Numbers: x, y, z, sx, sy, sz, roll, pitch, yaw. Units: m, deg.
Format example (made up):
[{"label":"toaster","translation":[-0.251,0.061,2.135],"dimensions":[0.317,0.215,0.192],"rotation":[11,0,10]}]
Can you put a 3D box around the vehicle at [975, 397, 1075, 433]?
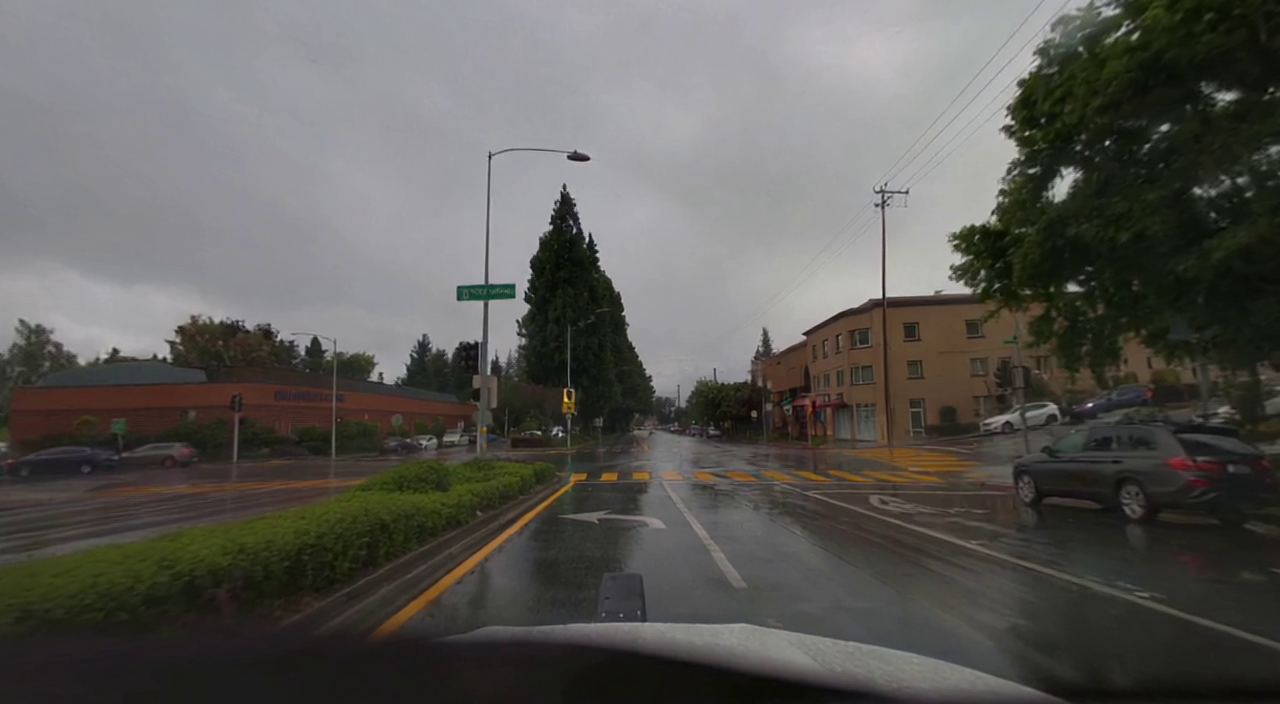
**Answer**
[{"label":"vehicle","translation":[22.029,3.577,36.233],"dimensions":[4.531,1.753,1.964],"rotation":[-2,-2,-5]}]

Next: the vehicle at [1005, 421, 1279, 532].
[{"label":"vehicle","translation":[9.525,2.290,12.279],"dimensions":[1.998,1.725,4.564],"rotation":[0,-8,-1]}]

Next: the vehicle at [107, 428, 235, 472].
[{"label":"vehicle","translation":[-26.132,5.473,35.344],"dimensions":[5.229,2.299,2.366],"rotation":[0,-8,1]}]
